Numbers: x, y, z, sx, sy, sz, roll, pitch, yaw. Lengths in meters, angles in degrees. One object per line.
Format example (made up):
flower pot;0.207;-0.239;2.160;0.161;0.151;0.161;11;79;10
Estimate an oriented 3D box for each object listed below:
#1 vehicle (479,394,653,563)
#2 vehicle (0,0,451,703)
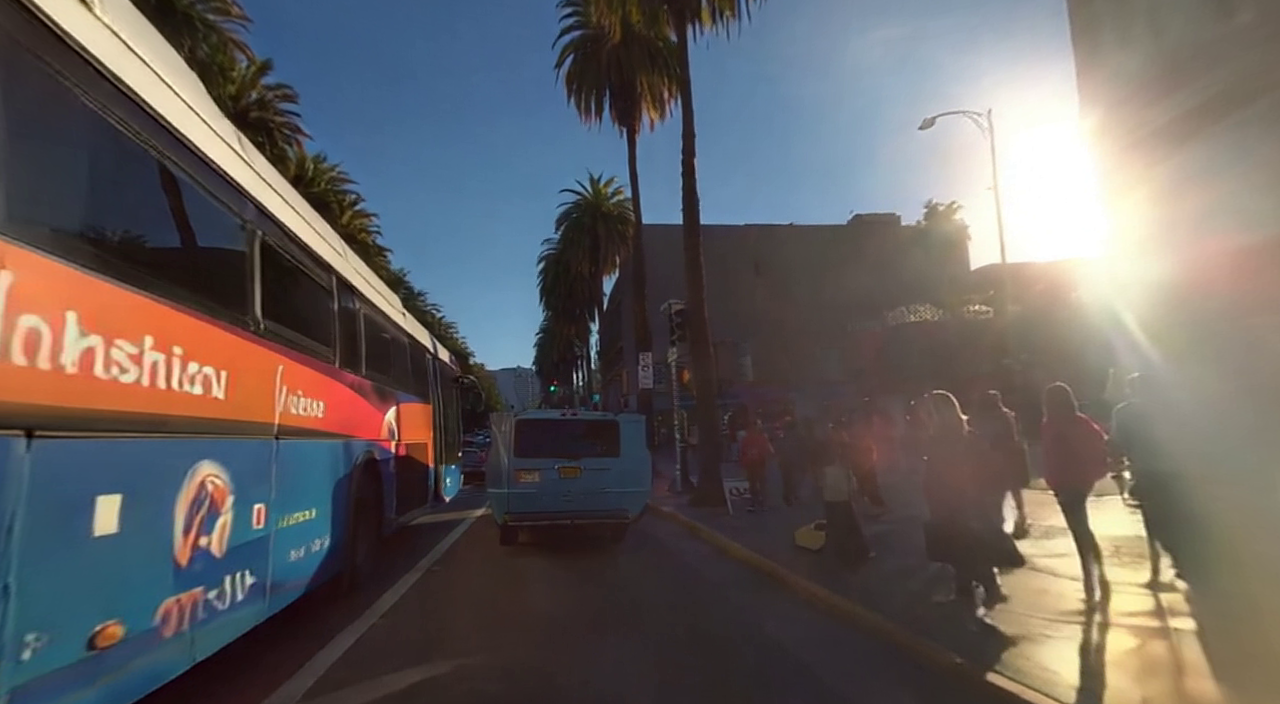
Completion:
vehicle;-1.249;1.770;9.495;2.002;1.907;4.211;2;-9;-11
vehicle;-4.088;0.493;5.062;2.863;3.233;11.573;1;-8;-7
